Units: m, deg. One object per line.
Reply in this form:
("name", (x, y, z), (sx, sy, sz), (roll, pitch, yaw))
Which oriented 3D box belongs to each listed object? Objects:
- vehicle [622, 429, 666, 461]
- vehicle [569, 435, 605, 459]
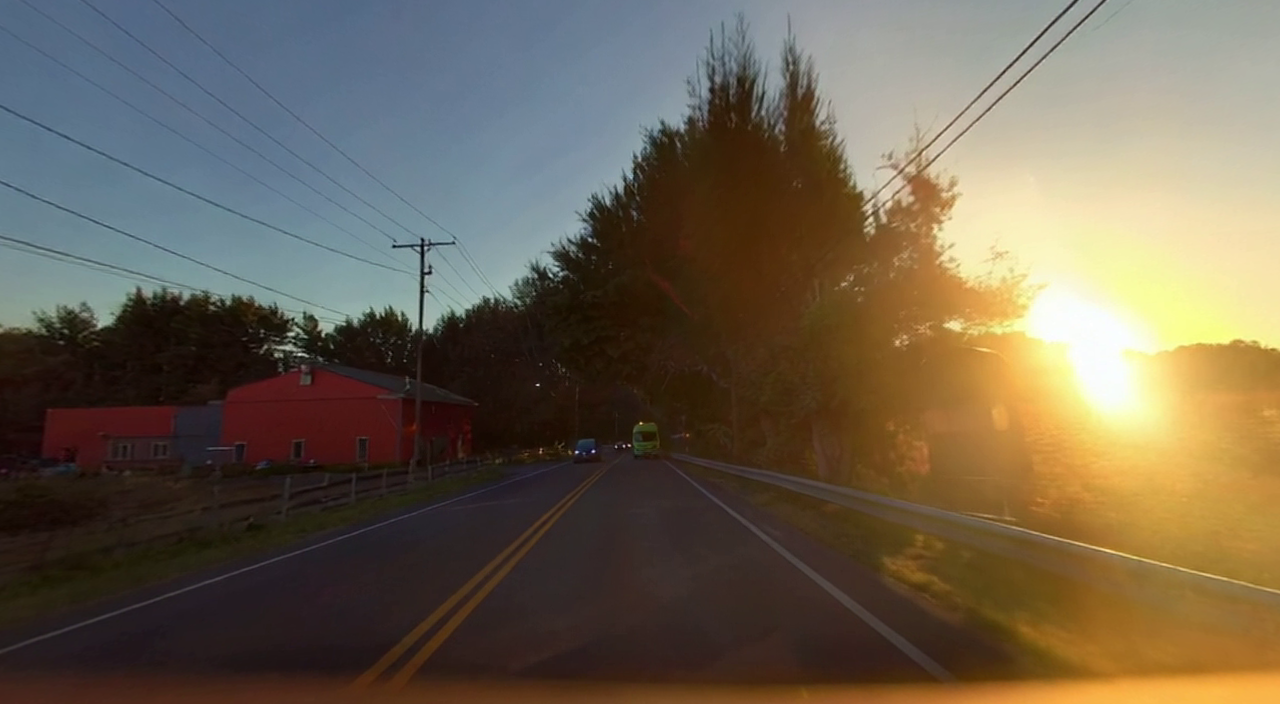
("vehicle", (0.141, 6.033, 40.890), (2.649, 1.870, 5.885), (0, -8, -2))
("vehicle", (-4.008, 7.302, 48.525), (2.342, 1.778, 4.613), (0, -8, 1))
